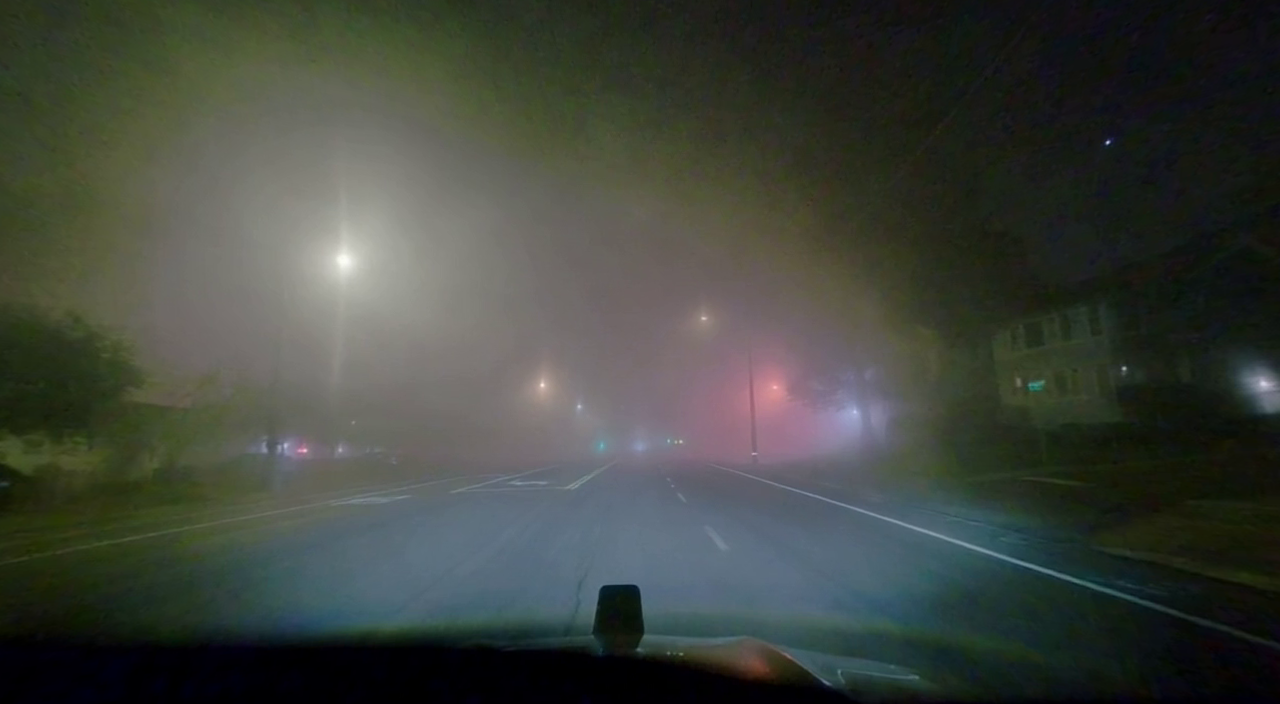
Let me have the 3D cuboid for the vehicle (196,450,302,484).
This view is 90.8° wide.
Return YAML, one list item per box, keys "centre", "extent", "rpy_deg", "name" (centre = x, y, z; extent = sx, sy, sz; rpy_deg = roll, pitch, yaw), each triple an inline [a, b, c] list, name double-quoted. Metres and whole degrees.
- centre: [-21.461, 6.305, 34.781]
  extent: [4.530, 1.759, 1.943]
  rpy_deg: [0, -8, 1]
  name: "vehicle"
